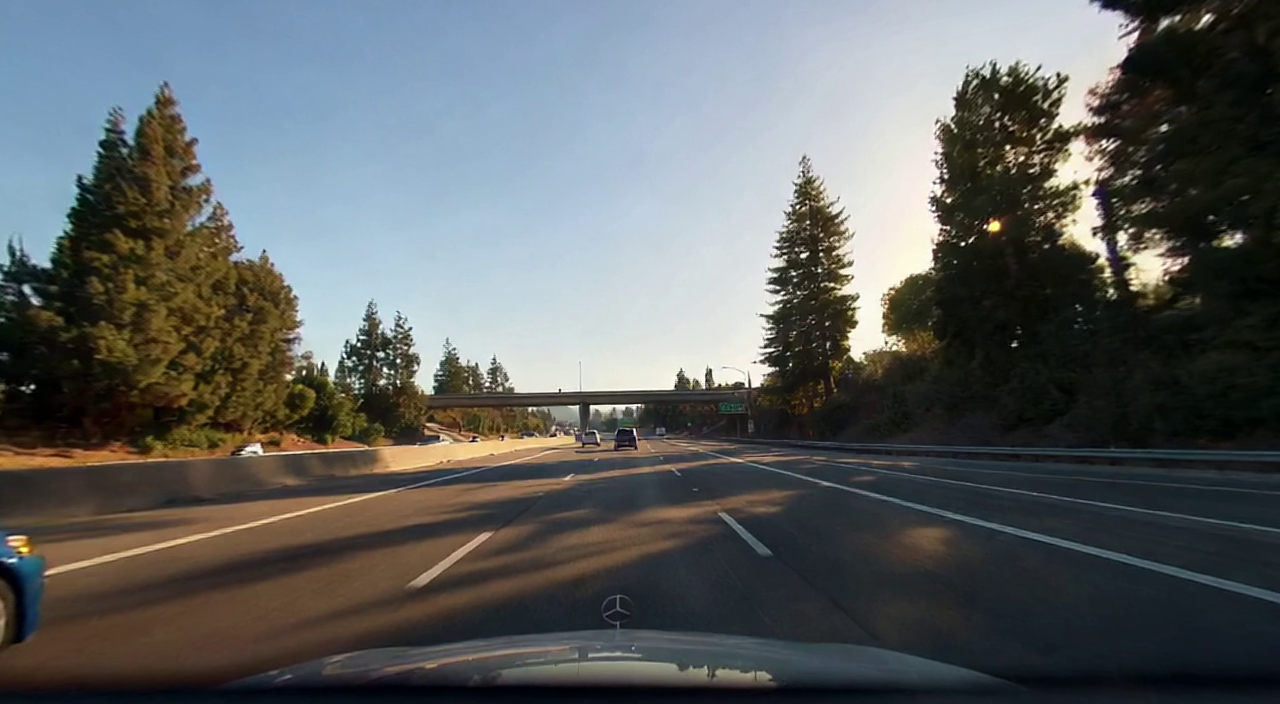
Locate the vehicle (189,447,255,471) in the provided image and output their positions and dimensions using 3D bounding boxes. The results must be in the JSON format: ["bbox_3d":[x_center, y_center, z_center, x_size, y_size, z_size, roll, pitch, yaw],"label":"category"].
[{"bbox_3d":[-28.893,7.397,43.561,1.786,1.493,4.035,0,-8,0],"label":"vehicle"}]

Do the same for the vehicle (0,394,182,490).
[{"bbox_3d":[-28.755,4.214,29.657,2.923,4.095,14.129,0,-8,4],"label":"vehicle"}]

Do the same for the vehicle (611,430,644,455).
[{"bbox_3d":[-0.820,6.041,42.145,2.116,1.625,4.004,0,-8,-1],"label":"vehicle"}]
